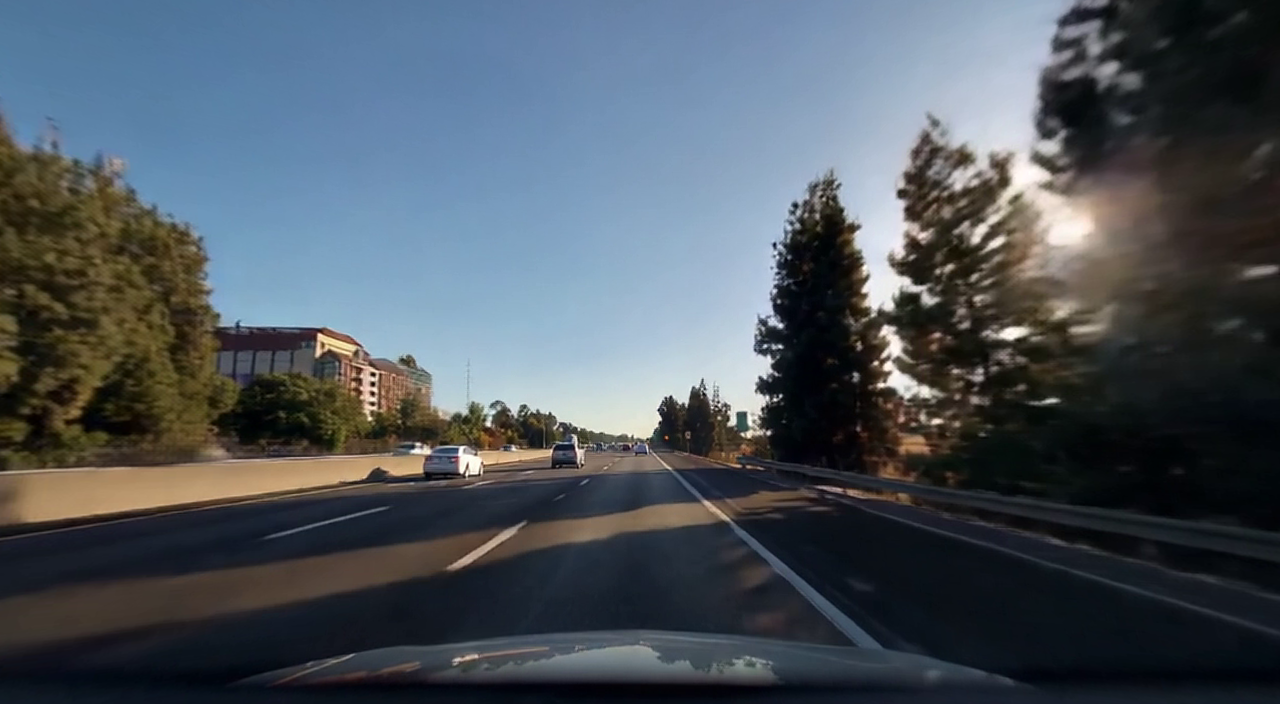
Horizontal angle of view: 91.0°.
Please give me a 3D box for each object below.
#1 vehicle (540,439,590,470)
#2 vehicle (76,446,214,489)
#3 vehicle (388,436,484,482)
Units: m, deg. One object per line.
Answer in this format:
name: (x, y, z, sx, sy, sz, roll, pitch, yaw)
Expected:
vehicle: (-4.044, 5.639, 34.802, 2.083, 1.588, 4.801, 0, -9, 1)
vehicle: (-18.948, 4.400, 24.391, 1.870, 1.518, 4.168, 0, -9, 1)
vehicle: (-7.580, 4.020, 23.928, 2.034, 1.523, 4.627, 0, -9, 1)
